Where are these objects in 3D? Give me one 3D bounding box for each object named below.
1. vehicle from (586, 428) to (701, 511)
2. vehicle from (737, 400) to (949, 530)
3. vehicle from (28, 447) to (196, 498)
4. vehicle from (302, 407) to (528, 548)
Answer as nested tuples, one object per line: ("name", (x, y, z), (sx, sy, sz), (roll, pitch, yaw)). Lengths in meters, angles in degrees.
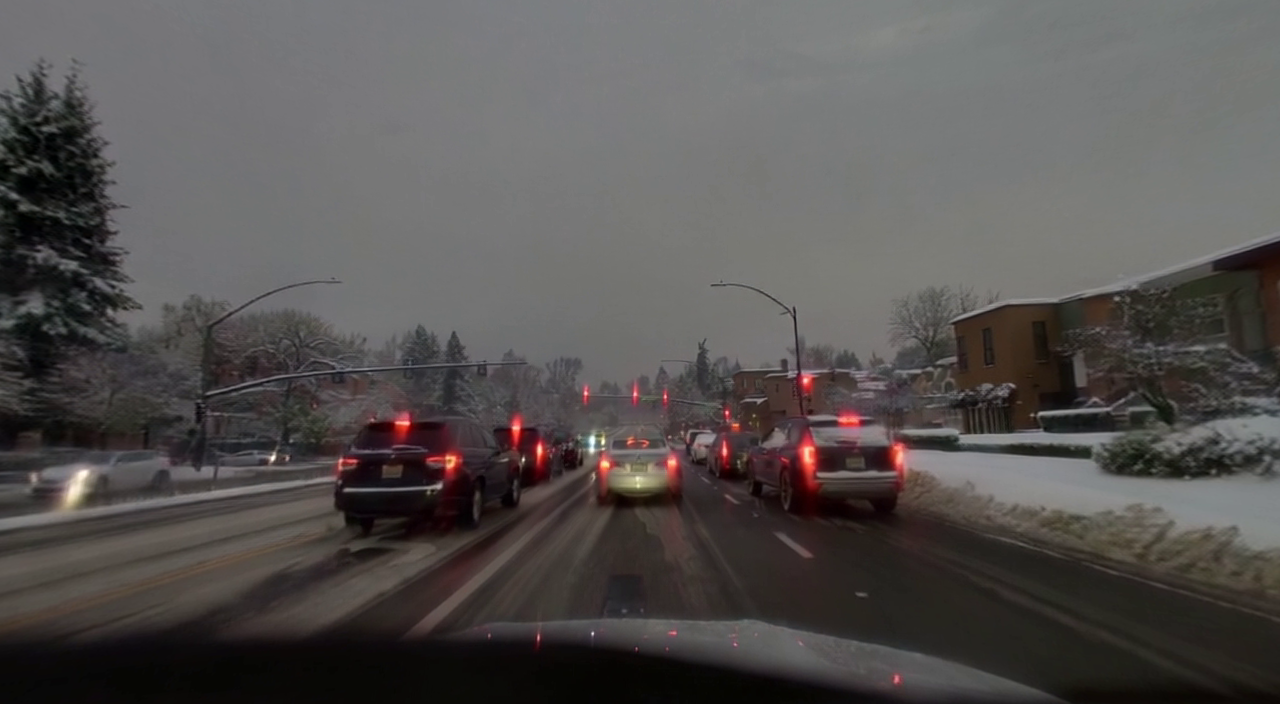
("vehicle", (0.043, 2.366, 13.082), (2.021, 1.461, 3.862), (0, -8, 0))
("vehicle", (3.255, 1.945, 11.328), (2.141, 1.833, 4.704), (0, -8, -2))
("vehicle", (-21.347, 4.831, 25.842), (2.219, 1.786, 5.705), (1, -8, -4))
("vehicle", (-3.134, 1.843, 9.867), (1.912, 1.703, 4.261), (0, -8, 1))
